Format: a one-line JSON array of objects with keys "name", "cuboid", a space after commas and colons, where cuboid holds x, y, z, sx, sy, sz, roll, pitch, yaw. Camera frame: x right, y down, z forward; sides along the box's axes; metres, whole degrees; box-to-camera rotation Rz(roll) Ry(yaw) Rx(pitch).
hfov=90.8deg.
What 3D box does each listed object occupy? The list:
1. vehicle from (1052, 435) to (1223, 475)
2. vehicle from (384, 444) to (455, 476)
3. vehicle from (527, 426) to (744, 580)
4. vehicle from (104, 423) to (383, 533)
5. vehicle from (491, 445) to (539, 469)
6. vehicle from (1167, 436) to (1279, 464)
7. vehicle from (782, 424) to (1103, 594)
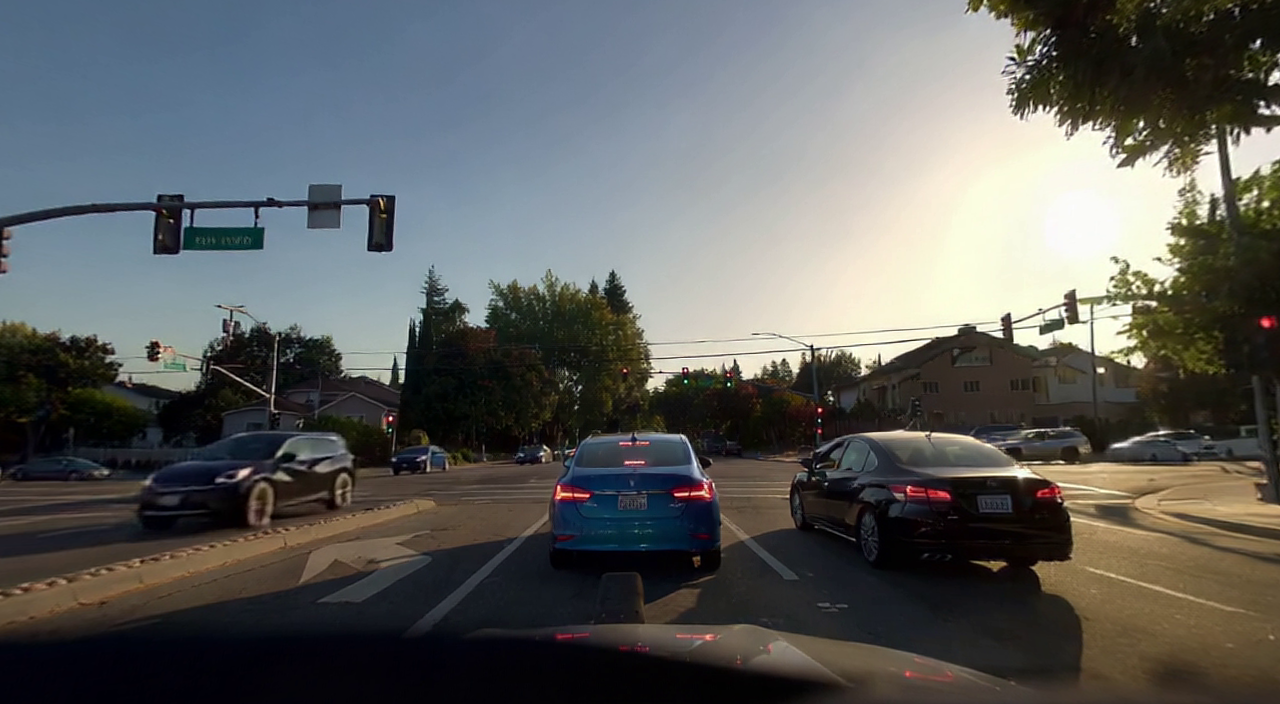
[{"name": "vehicle", "cuboid": [21.043, 4.396, 26.961, 5.159, 1.600, 2.329, -1, -9, 5]}, {"name": "vehicle", "cuboid": [-11.463, 5.625, 33.184, 2.125, 1.476, 4.385, -2, -8, 1]}, {"name": "vehicle", "cuboid": [-0.062, 1.779, 8.260, 2.103, 1.478, 4.073, 0, -8, -1]}, {"name": "vehicle", "cuboid": [-7.512, 2.433, 12.864, 2.383, 1.779, 4.973, 0, -8, 1]}, {"name": "vehicle", "cuboid": [-7.568, 6.422, 38.739, 2.040, 1.374, 4.150, 0, -8, 1]}, {"name": "vehicle", "cuboid": [31.163, 5.213, 33.642, 4.489, 1.432, 1.790, 0, -9, 0]}, {"name": "vehicle", "cuboid": [3.172, 1.712, 7.756, 1.913, 1.505, 4.097, 0, -8, 0]}]
